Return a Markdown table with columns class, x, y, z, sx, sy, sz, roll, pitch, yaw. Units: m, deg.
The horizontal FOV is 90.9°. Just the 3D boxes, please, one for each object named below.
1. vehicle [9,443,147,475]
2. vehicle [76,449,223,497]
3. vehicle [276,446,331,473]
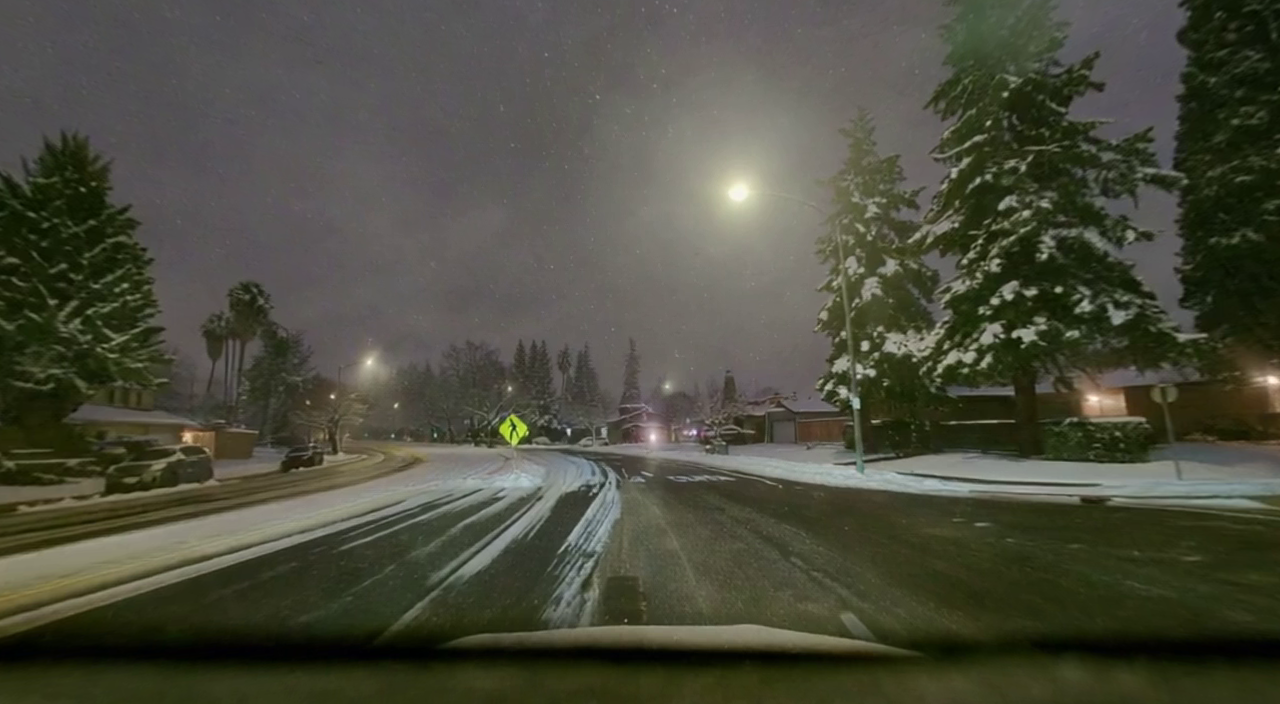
| class | x | y | z | sx | sy | sz | roll | pitch | yaw |
| --- | --- | --- | --- | --- | --- | --- | --- | --- | --- |
| vehicle | -27.342 | 5.195 | 30.777 | 4.674 | 1.506 | 2.028 | 0 | -8 | -2 |
| vehicle | -17.626 | 4.326 | 23.030 | 1.997 | 1.514 | 4.632 | 1 | -8 | -6 |
| vehicle | -20.580 | 6.543 | 38.720 | 1.941 | 1.470 | 4.384 | 0 | -8 | -14 |
